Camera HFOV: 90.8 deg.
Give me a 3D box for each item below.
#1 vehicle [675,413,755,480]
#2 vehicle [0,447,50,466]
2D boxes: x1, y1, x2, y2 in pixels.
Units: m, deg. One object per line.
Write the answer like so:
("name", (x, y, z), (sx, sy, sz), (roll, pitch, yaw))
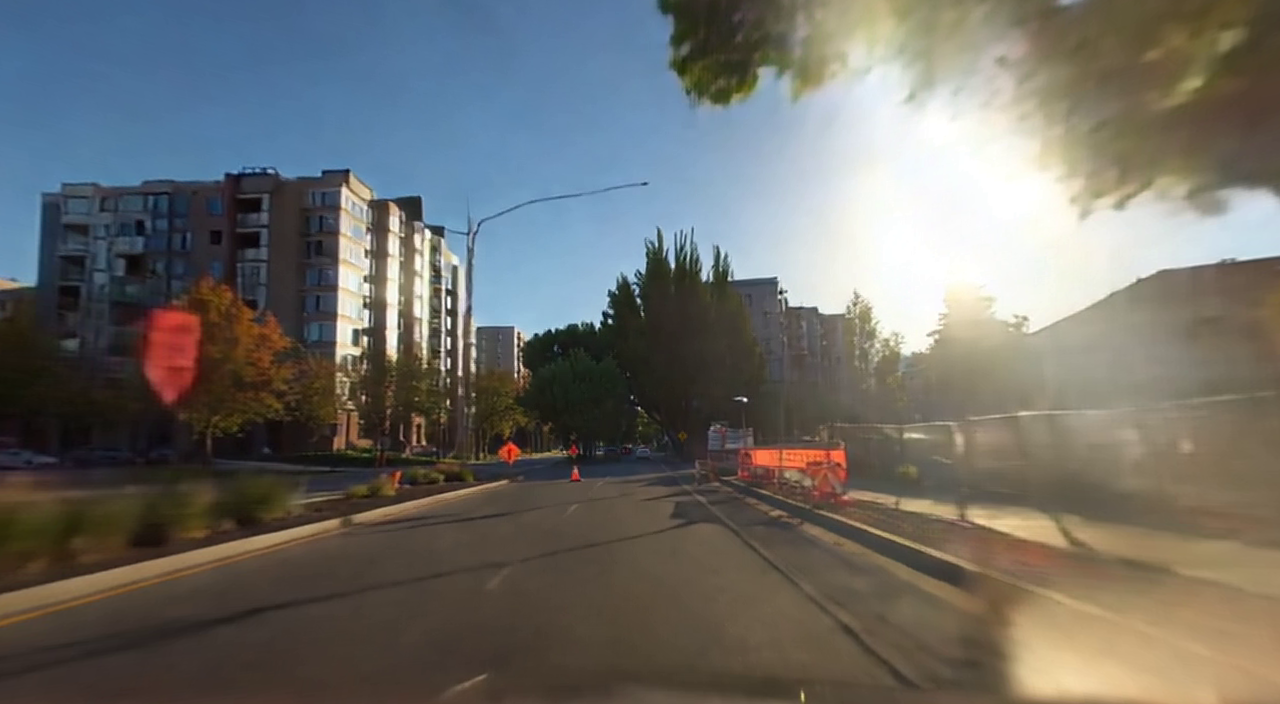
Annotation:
("vehicle", (3.188, 4.117, 27.673), (2.849, 2.686, 3.176), (-1, -8, -4))
("vehicle", (-47.834, 7.886, 47.813), (1.773, 1.435, 4.806), (0, -9, -1))
